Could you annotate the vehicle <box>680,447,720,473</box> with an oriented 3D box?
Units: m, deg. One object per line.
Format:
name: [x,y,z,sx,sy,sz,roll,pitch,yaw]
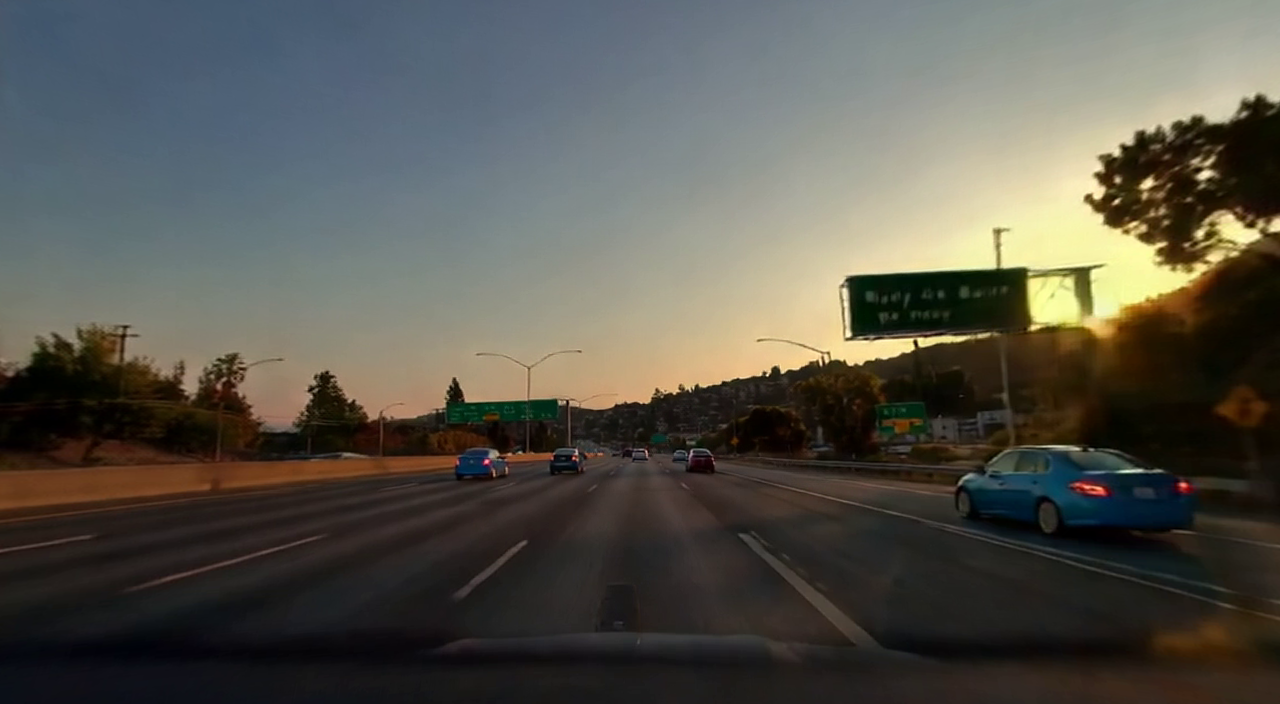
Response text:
vehicle: [3.805,6.892,40.535,2.077,1.527,4.553,0,-9,-1]

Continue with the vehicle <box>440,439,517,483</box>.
vehicle: [-6.781,4.621,26.997,2.112,1.721,4.381,0,-9,0]

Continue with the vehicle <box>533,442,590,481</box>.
vehicle: [-3.576,5.068,29.521,2.091,1.664,4.157,0,-9,1]

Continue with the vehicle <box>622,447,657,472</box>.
vehicle: [-0.021,7.029,41.475,2.166,1.496,4.158,0,-9,0]

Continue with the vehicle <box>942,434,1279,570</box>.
vehicle: [6.795,2.124,9.787,1.981,1.587,4.519,0,-9,0]
